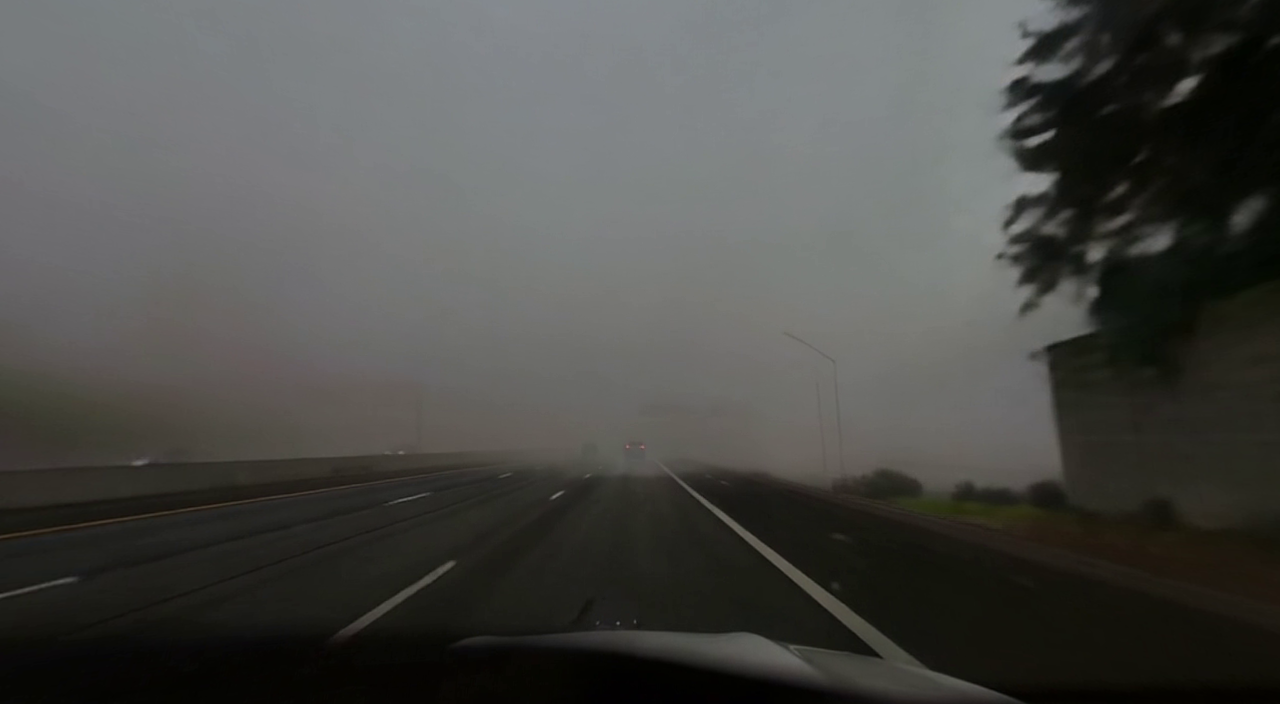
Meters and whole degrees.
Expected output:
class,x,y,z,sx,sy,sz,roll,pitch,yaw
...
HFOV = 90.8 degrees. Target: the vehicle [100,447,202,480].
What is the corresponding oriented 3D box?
class,x,y,z,sx,sy,sz,roll,pitch,yaw
vehicle,-25.241,5.743,32.812,1.811,1.539,4.341,0,-8,0
